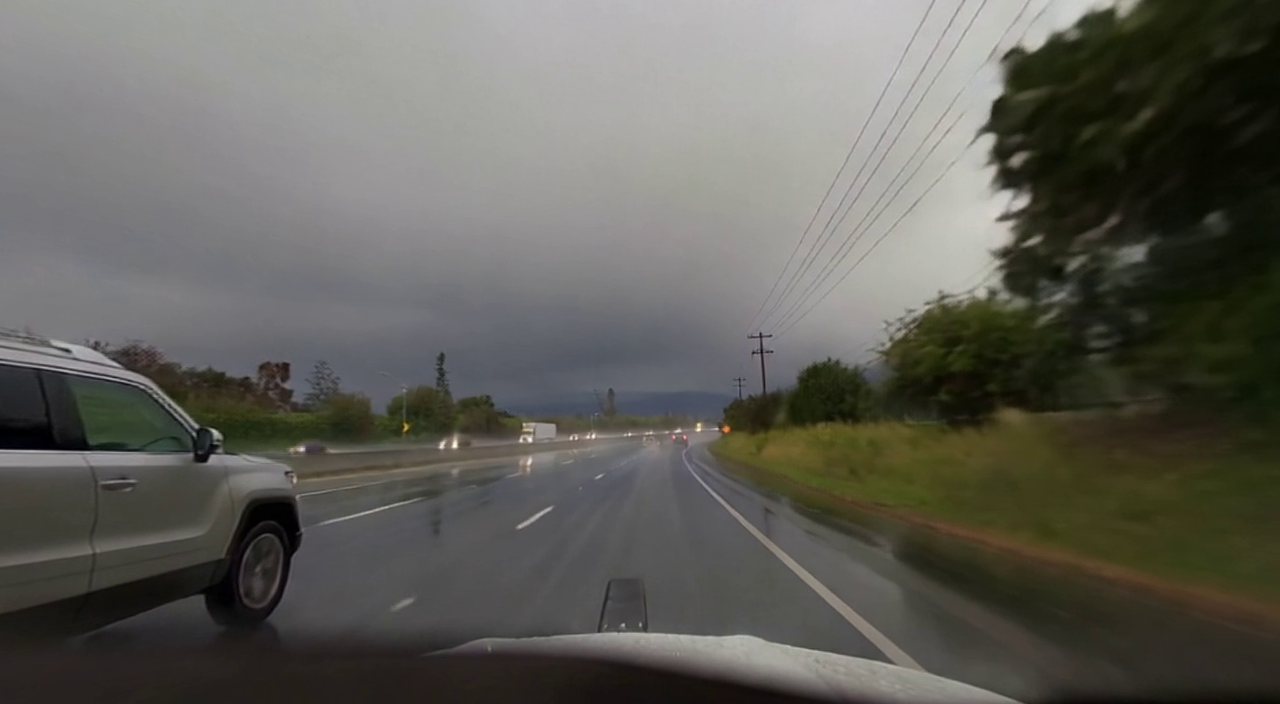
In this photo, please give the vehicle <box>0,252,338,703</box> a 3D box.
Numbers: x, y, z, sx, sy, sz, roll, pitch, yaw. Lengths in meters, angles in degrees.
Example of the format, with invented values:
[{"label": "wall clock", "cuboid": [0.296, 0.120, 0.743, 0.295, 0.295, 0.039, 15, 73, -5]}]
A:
[{"label": "vehicle", "cuboid": [-3.437, 0.615, 2.259, 2.136, 1.975, 5.037, 0, -8, 1]}]
